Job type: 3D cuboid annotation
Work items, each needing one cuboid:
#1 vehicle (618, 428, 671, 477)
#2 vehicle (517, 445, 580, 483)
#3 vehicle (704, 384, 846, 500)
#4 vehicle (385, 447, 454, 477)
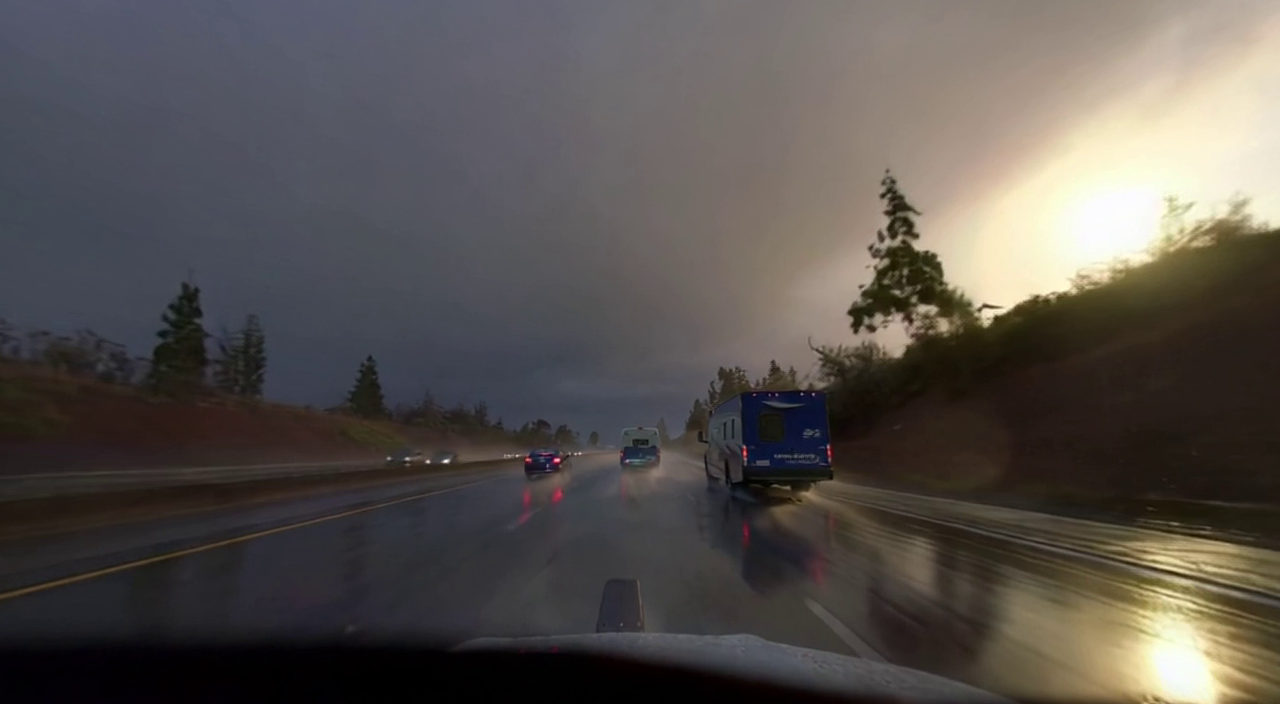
[{"bbox_3d":[0.183,5.174,32.634,2.524,2.310,4.986,0,-9,0],"label":"vehicle"},{"bbox_3d":[-3.850,4.791,27.331,1.959,1.502,4.559,0,-9,1],"label":"vehicle"},{"bbox_3d":[3.773,2.810,19.591,2.607,2.910,7.252,0,-9,-2],"label":"vehicle"},{"bbox_3d":[-11.779,5.895,34.091,1.928,1.524,4.685,0,-9,1],"label":"vehicle"}]
